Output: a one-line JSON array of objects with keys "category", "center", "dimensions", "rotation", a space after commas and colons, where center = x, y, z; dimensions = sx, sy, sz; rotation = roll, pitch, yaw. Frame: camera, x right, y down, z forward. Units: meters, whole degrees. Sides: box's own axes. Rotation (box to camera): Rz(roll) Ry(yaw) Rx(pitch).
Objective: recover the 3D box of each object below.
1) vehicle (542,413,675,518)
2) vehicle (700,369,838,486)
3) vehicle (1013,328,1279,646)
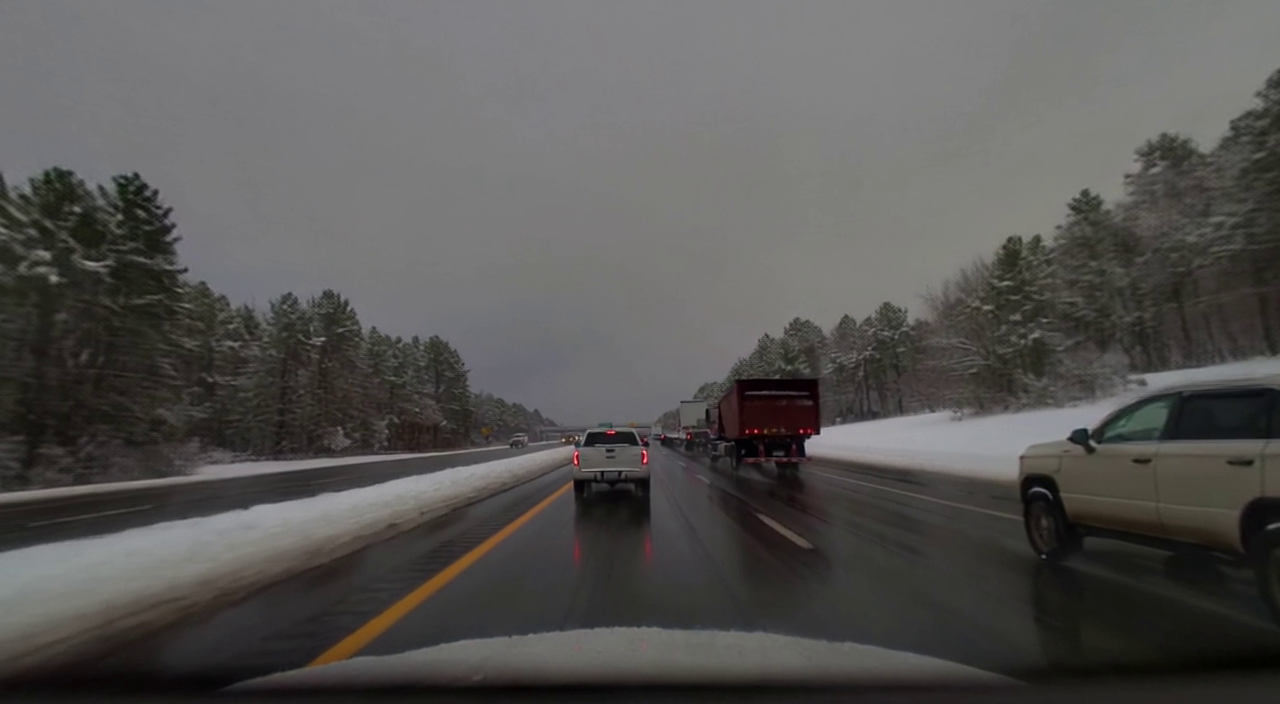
[{"category": "vehicle", "center": [-0.524, 2.049, 12.015], "dimensions": [2.082, 1.638, 4.055], "rotation": [0, -8, -1]}, {"category": "vehicle", "center": [3.765, 2.510, 20.699], "dimensions": [2.723, 3.027, 8.478], "rotation": [0, -7, 0]}, {"category": "vehicle", "center": [4.879, 0.908, 4.518], "dimensions": [2.011, 1.905, 3.905], "rotation": [0, -8, 1]}]
